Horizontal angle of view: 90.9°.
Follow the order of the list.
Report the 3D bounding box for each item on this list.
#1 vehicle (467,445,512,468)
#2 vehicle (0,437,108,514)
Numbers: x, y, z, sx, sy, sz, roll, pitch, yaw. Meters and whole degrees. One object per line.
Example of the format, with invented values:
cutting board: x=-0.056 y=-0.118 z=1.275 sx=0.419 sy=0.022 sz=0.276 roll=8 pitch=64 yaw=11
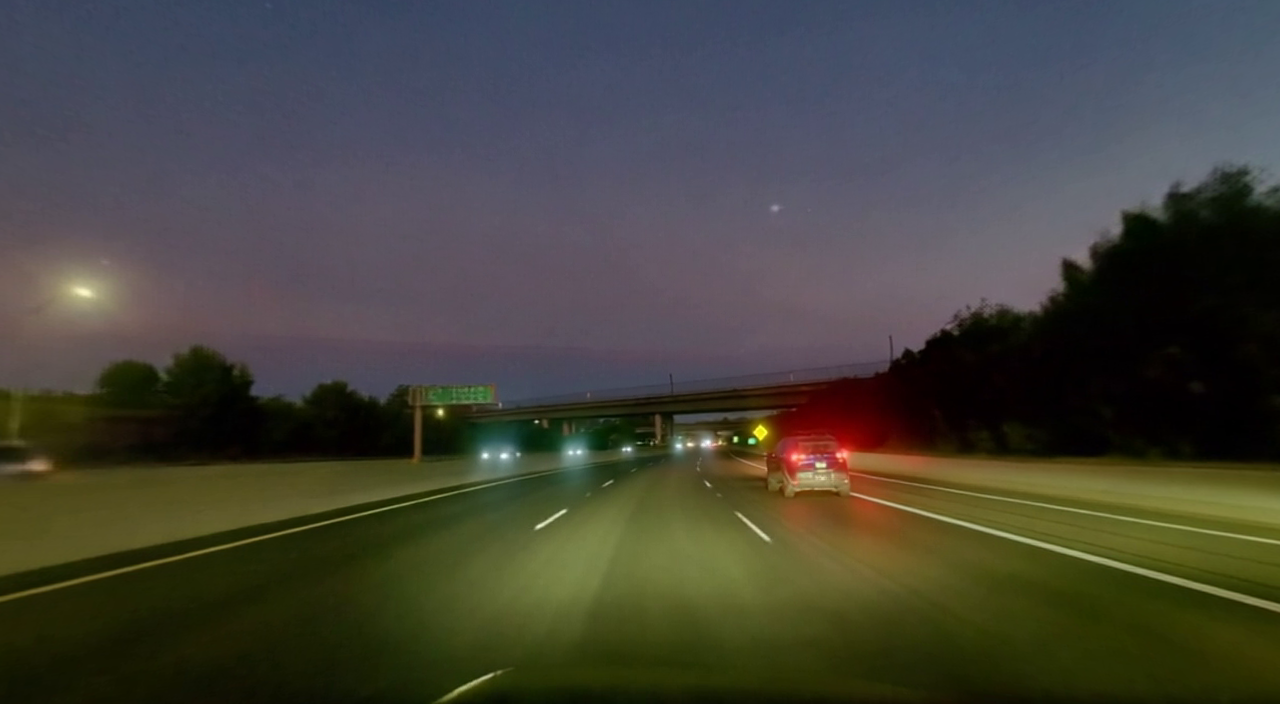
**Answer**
vehicle: x=-11.356 y=7.870 z=47.754 sx=1.960 sy=1.530 sz=4.344 roll=-5 pitch=-9 yaw=5
vehicle: x=-15.952 y=2.820 z=14.303 sx=2.310 sy=1.742 sz=5.997 roll=-1 pitch=-9 yaw=3
